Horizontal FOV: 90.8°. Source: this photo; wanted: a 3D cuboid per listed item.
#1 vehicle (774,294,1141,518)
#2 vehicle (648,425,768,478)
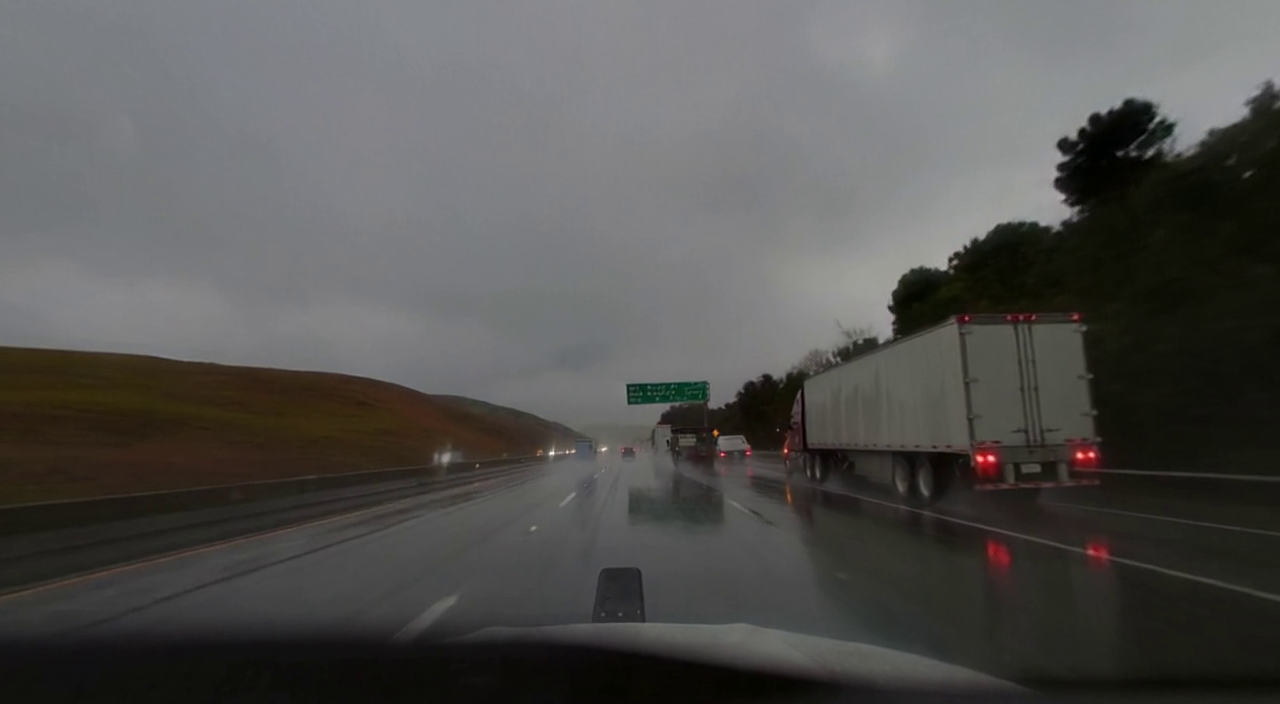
[{"bbox_3d":[7.588,2.209,19.923,2.935,4.187,16.357,0,-9,-1],"label":"vehicle"},{"bbox_3d":[3.000,4.525,28.752,5.075,2.277,2.365,0,-9,-3],"label":"vehicle"}]
